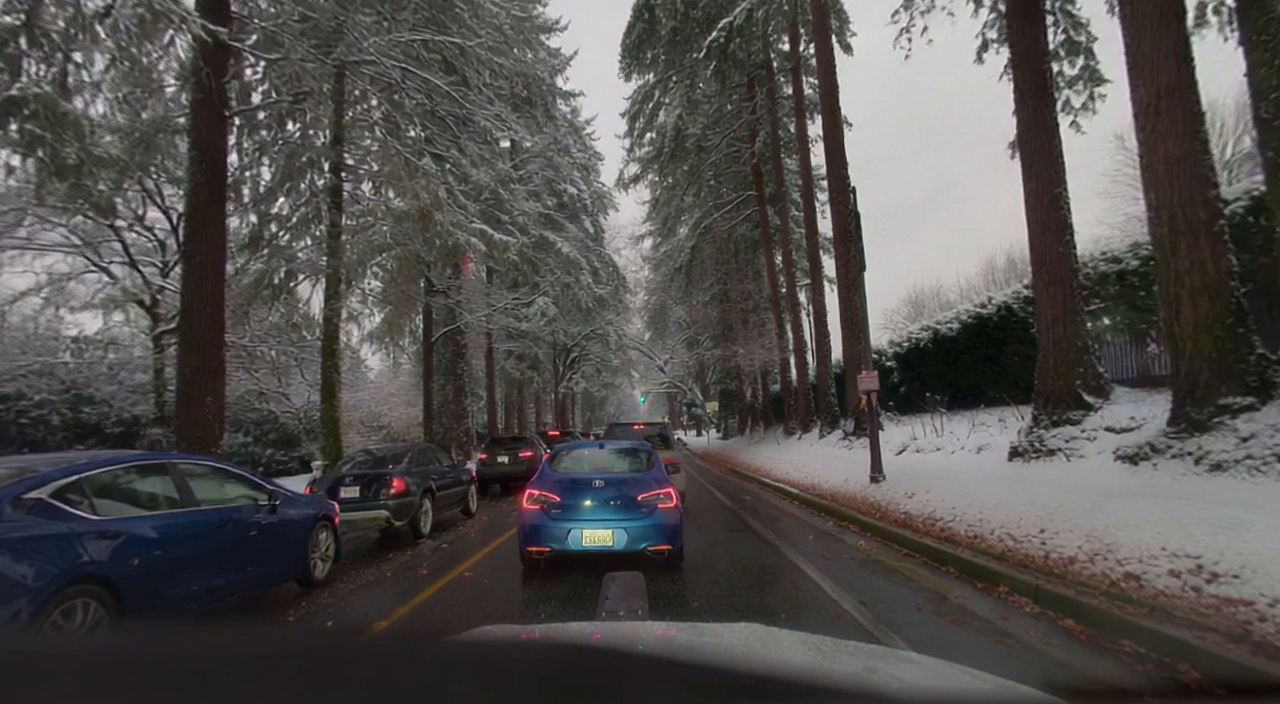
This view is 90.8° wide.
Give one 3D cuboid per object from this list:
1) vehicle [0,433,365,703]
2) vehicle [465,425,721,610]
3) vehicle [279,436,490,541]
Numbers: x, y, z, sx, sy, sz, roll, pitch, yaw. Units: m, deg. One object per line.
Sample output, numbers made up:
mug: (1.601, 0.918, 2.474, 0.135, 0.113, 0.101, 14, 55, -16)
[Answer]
vehicle: (-3.809, 1.313, 4.463, 1.784, 1.408, 4.141, 0, -8, 1)
vehicle: (-0.406, 1.682, 7.377, 2.127, 1.517, 4.090, 0, -8, 0)
vehicle: (-4.256, 2.318, 11.463, 1.898, 1.503, 4.453, 0, -8, 1)
